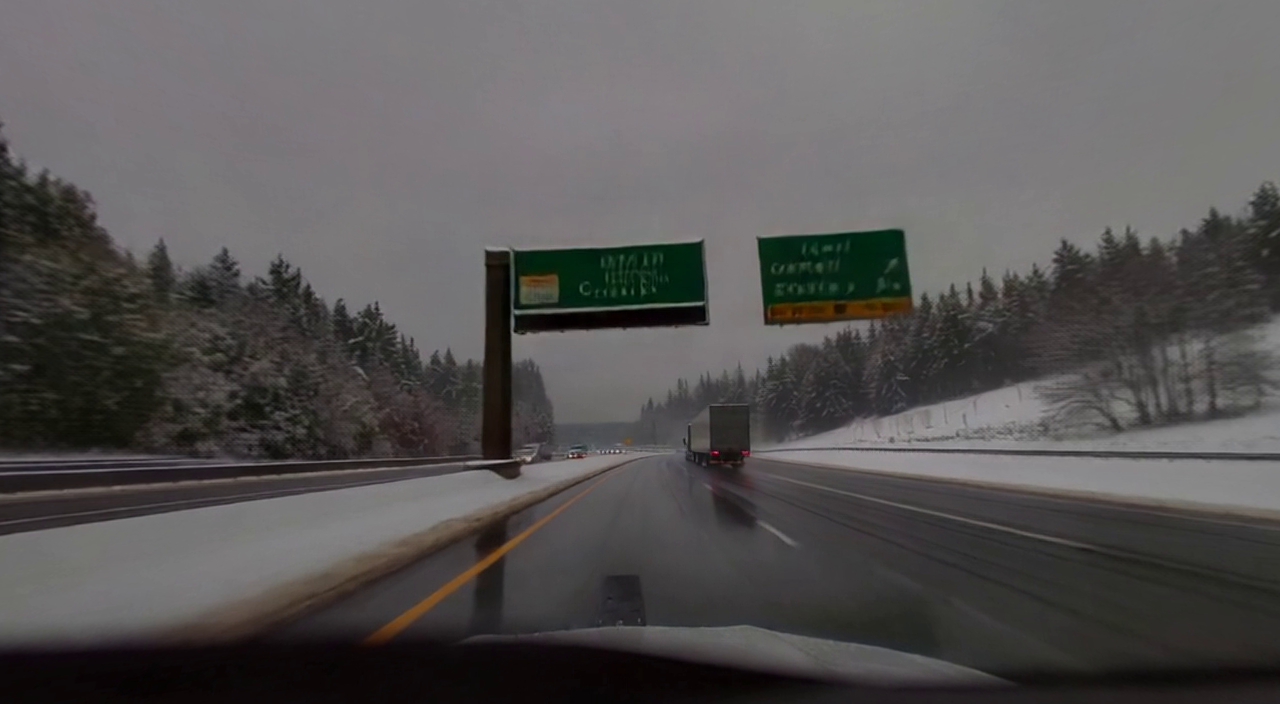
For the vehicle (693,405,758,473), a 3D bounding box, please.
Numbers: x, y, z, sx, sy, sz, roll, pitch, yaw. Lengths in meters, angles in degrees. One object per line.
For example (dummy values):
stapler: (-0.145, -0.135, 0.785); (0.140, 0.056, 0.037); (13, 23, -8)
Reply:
vehicle: (5.663, 6.264, 44.400); (2.859, 3.984, 14.045); (0, -9, 1)
